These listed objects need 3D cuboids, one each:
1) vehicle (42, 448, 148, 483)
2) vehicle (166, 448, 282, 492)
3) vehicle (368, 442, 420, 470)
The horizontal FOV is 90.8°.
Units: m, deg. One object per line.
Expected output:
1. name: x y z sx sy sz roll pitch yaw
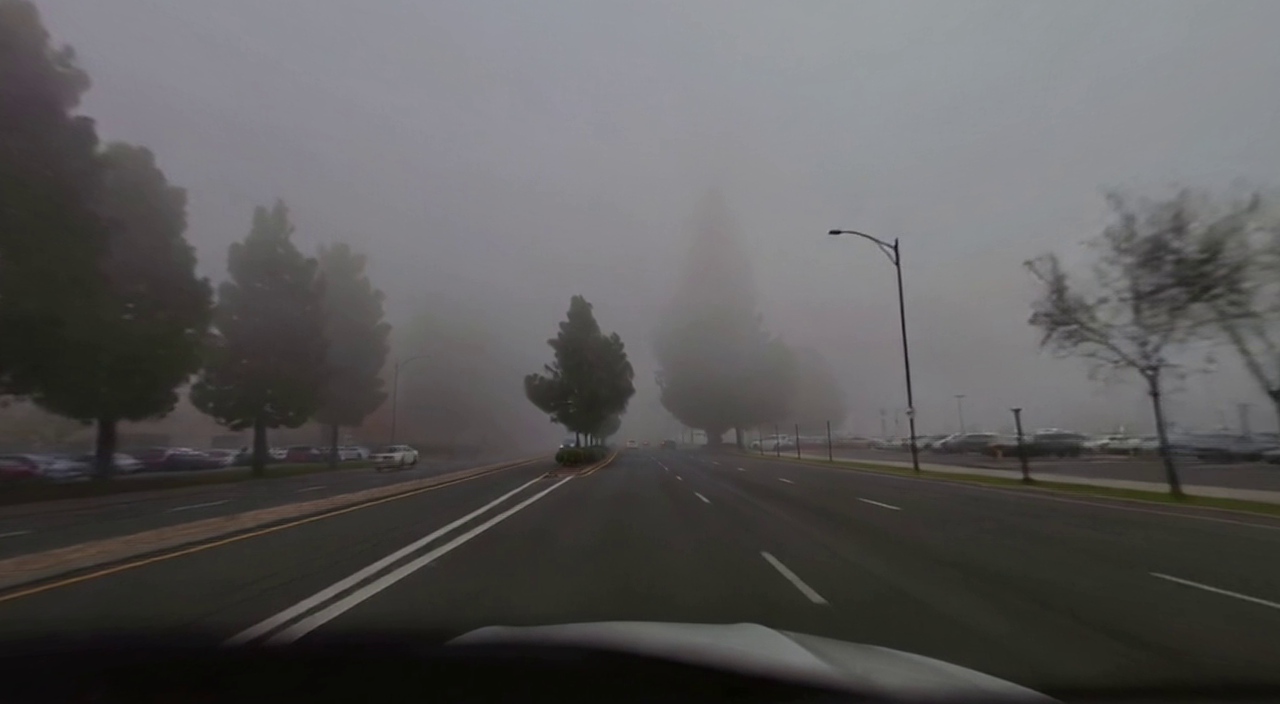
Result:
1. vehicle: -31.009 6.422 36.149 2.126 1.801 4.563 0 -8 -3
2. vehicle: -17.542 4.965 26.980 1.977 1.664 4.562 0 -8 -3
3. vehicle: -18.704 7.925 48.293 2.178 1.947 5.078 -1 -8 -2
